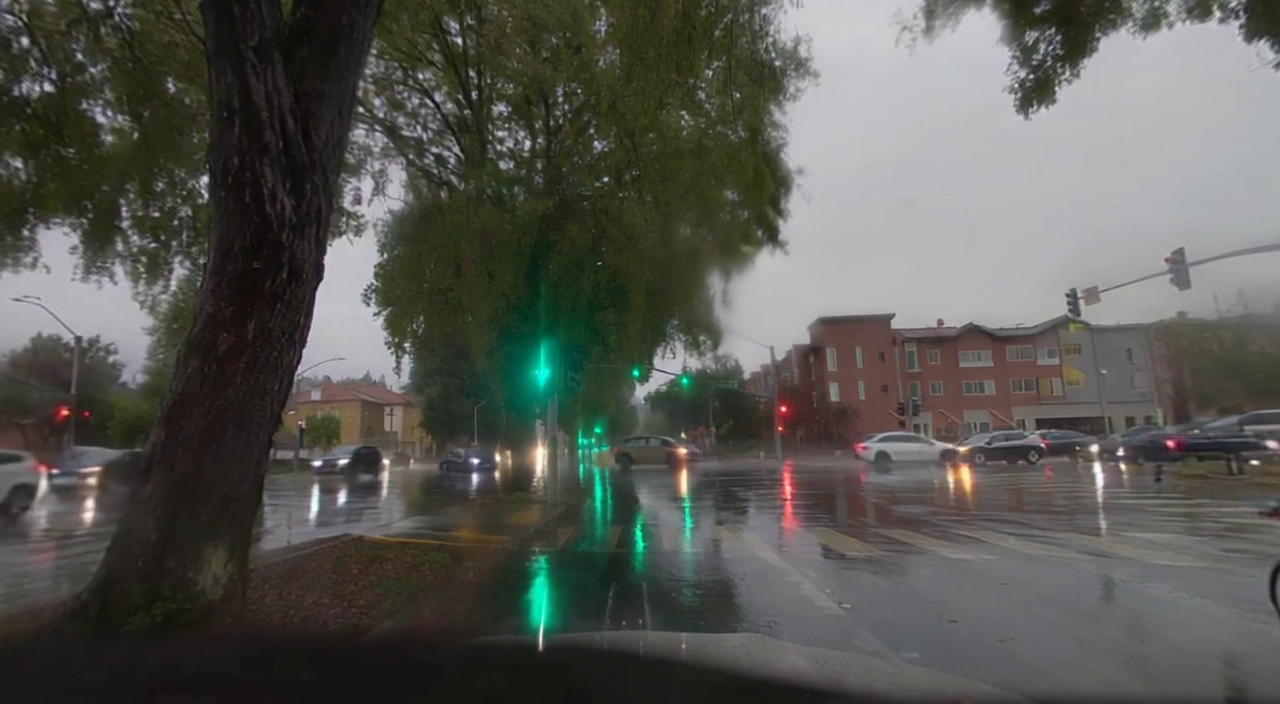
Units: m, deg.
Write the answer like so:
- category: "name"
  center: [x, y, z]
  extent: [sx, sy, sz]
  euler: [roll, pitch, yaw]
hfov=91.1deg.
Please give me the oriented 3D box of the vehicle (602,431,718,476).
- category: "vehicle"
  center: [0.803, 4.535, 28.230]
  extent: [4.958, 1.842, 2.276]
  euler: [-8, -12, 44]

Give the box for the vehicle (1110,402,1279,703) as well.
- category: "vehicle"
  center: [3.085, 0.668, 0.492]
  extent: [1.990, 1.454, 4.490]
  euler: [0, -8, 1]

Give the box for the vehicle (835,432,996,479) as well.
- category: "vehicle"
  center: [9.824, 3.682, 22.491]
  extent: [5.017, 1.515, 2.006]
  euler: [-5, -10, 29]

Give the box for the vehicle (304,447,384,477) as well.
- category: "vehicle"
  center: [-15.584, 5.780, 33.312]
  extent: [1.981, 1.438, 4.607]
  euler: [0, -8, 0]

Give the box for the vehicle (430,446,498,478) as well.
- category: "vehicle"
  center: [-7.976, 4.898, 28.235]
  extent: [1.921, 1.304, 4.050]
  euler: [5, -10, -30]

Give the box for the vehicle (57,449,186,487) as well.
- category: "vehicle"
  center: [-22.428, 5.002, 27.413]
  extent: [1.863, 1.462, 4.418]
  euler: [0, -8, 0]
